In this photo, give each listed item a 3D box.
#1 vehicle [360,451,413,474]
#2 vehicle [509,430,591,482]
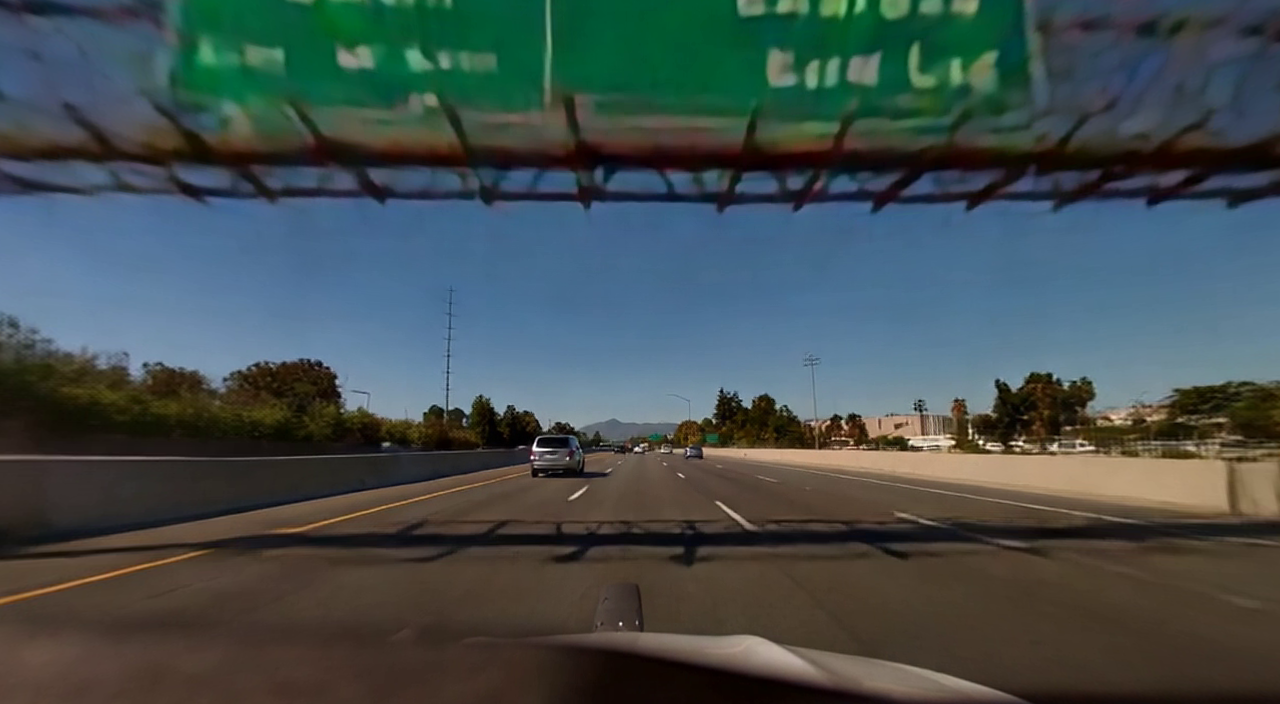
[{"bbox_3d":[-18.635,8.095,46.432,1.912,1.534,4.514,0,-9,1],"label":"vehicle"},{"bbox_3d":[-3.626,4.356,26.723,2.431,1.928,5.760,0,-9,2],"label":"vehicle"}]
